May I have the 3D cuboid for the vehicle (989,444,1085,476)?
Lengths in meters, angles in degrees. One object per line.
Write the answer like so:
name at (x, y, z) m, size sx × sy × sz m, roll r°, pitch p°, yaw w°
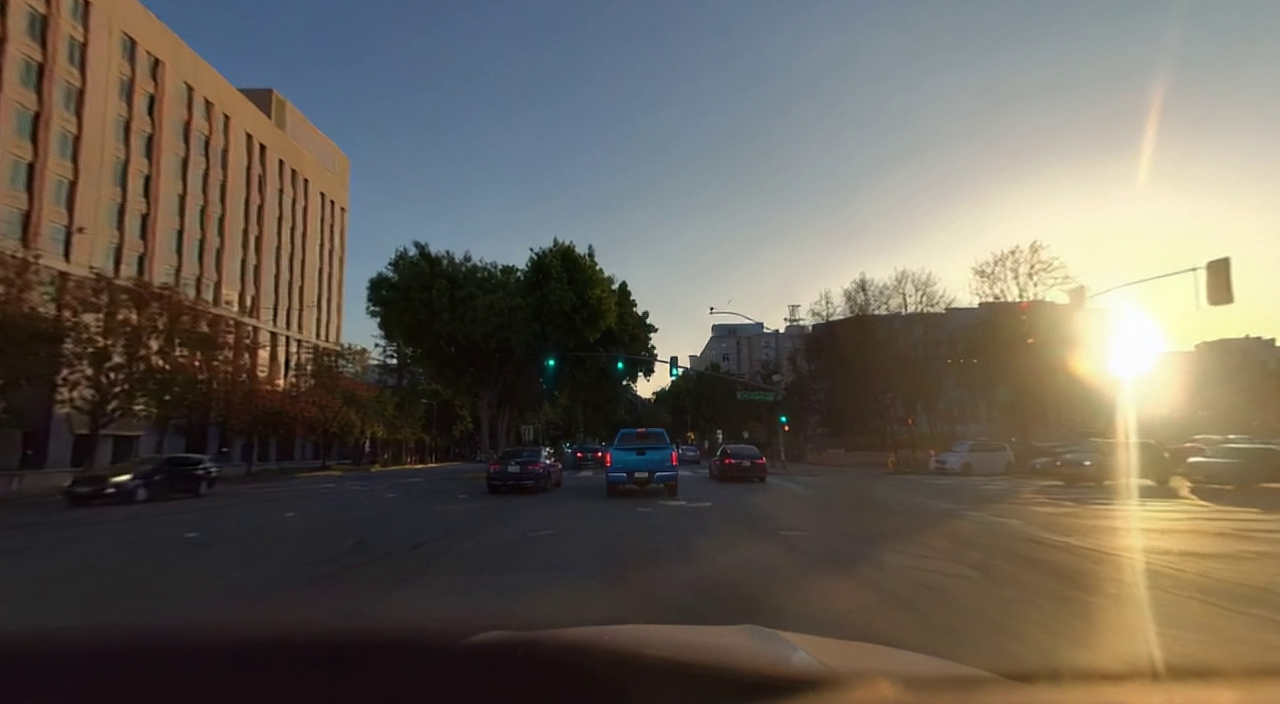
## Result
vehicle at (19.960, 5.364, 31.651) m, size 4.417 × 1.492 × 1.943 m, roll 4°, pitch -9°, yaw -26°

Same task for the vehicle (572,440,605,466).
vehicle at (-3.558, 7.080, 44.392) m, size 2.018 × 1.700 × 4.142 m, roll 0°, pitch -8°, yaw 0°

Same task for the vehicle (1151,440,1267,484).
vehicle at (23.645, 4.510, 26.183) m, size 4.705 × 1.675 × 1.890 m, roll 4°, pitch -9°, yaw -27°

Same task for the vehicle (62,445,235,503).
vehicle at (-15.909, 3.915, 20.806) m, size 2.012 × 1.674 × 4.522 m, roll 0°, pitch -8°, yaw 1°

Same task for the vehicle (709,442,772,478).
vehicle at (4.395, 4.785, 28.240) m, size 1.968 × 1.472 × 4.456 m, roll 0°, pitch -8°, yaw -1°

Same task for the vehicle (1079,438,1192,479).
vehicle at (23.124, 4.904, 29.406) m, size 4.786 × 1.777 × 2.248 m, roll 4°, pitch -9°, yaw -28°

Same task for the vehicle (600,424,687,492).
vehicle at (0.103, 3.407, 20.612) m, size 2.493 × 1.934 × 4.957 m, roll 0°, pitch -8°, yaw 0°

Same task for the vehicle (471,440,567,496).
vehicle at (-3.534, 3.450, 19.267) m, size 1.986 × 1.465 × 4.509 m, roll 0°, pitch -8°, yaw 1°
